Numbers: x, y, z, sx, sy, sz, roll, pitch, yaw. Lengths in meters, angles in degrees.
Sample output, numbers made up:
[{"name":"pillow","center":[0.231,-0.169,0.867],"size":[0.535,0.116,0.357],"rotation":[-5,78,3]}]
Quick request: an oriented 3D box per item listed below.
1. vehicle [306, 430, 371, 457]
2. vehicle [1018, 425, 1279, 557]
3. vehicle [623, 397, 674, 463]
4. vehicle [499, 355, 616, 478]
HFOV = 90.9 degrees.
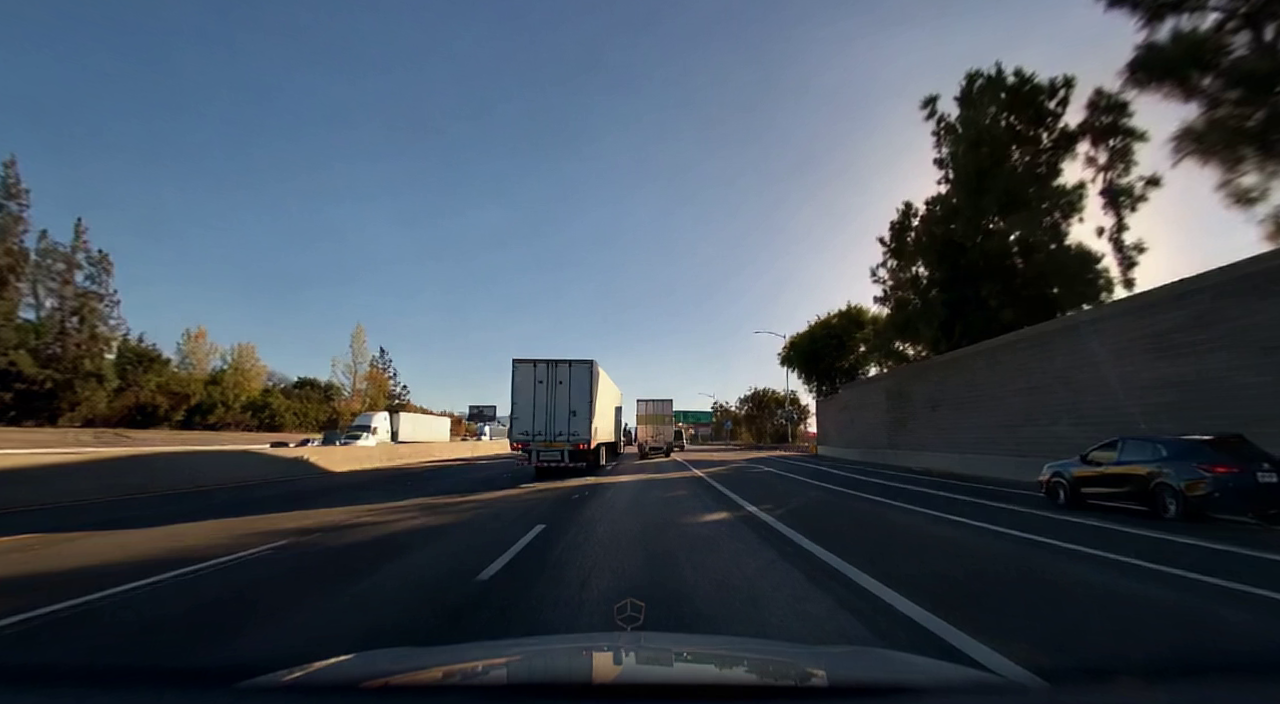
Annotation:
[{"name":"vehicle","center":[-21.687,6.594,45.635],"size":[2.282,1.861,4.626],"rotation":[0,-8,2]},{"name":"vehicle","center":[8.236,1.969,9.763],"size":[1.969,1.560,4.394],"rotation":[0,-8,-1]},{"name":"vehicle","center":[0.601,5.449,43.458],"size":[3.054,3.944,11.230],"rotation":[0,-8,1]},{"name":"vehicle","center":[-2.846,2.860,25.967],"size":[2.962,3.947,11.574],"rotation":[0,-8,1]}]
